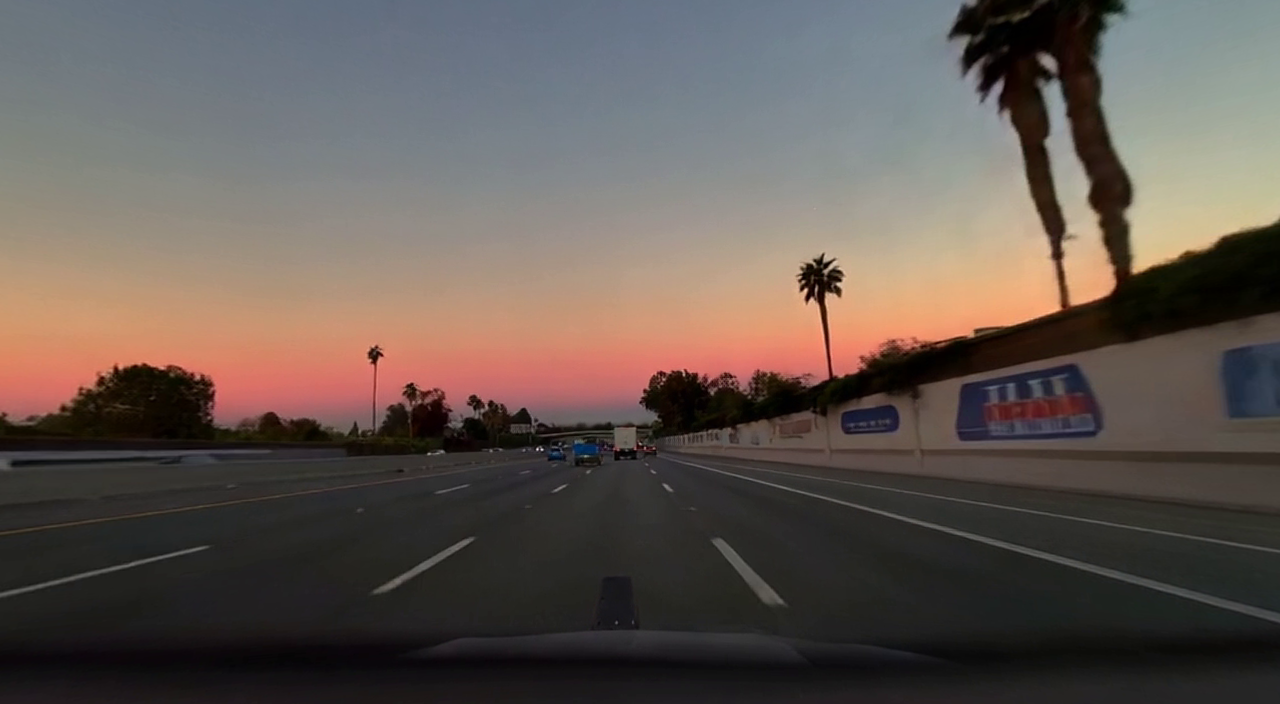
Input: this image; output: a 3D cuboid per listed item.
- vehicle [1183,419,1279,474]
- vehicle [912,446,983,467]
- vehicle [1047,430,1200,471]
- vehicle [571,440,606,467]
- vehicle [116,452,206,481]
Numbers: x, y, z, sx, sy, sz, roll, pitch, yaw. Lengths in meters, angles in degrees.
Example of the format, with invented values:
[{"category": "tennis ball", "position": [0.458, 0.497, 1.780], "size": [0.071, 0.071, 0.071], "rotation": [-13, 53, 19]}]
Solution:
[{"category": "vehicle", "position": [23.401, 3.460, 23.214], "size": [5.006, 1.880, 2.095], "rotation": [1, -9, -4]}, {"category": "vehicle", "position": [23.168, 7.860, 47.650], "size": [4.210, 1.539, 2.121], "rotation": [0, -9, -2]}, {"category": "vehicle", "position": [22.869, 4.688, 30.077], "size": [5.372, 1.852, 2.284], "rotation": [0, -9, -1]}, {"category": "vehicle", "position": [-4.016, 8.017, 49.908], "size": [2.390, 2.007, 4.901], "rotation": [0, -9, -1]}, {"category": "vehicle", "position": [-26.187, 6.269, 34.724], "size": [1.771, 1.468, 4.074], "rotation": [0, -9, -1]}]
